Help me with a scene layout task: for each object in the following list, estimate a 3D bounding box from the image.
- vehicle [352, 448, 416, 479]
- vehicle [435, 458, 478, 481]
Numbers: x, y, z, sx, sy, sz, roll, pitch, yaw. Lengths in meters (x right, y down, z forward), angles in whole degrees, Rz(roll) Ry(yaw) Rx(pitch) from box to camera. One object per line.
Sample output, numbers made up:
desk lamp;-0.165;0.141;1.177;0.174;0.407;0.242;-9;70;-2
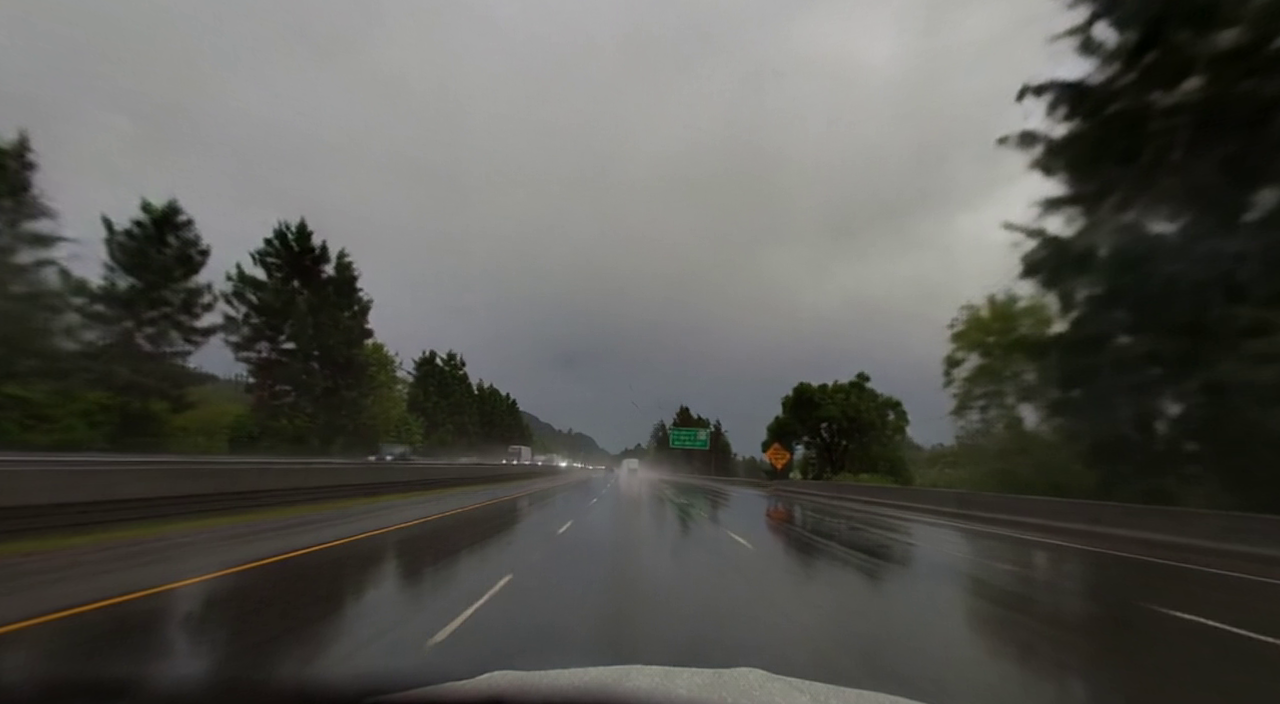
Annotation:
vehicle;-16.186;7.138;40.148;2.012;1.791;4.992;1;-10;0
vehicle;-12.225;7.835;42.097;1.753;1.410;3.655;1;-10;0
